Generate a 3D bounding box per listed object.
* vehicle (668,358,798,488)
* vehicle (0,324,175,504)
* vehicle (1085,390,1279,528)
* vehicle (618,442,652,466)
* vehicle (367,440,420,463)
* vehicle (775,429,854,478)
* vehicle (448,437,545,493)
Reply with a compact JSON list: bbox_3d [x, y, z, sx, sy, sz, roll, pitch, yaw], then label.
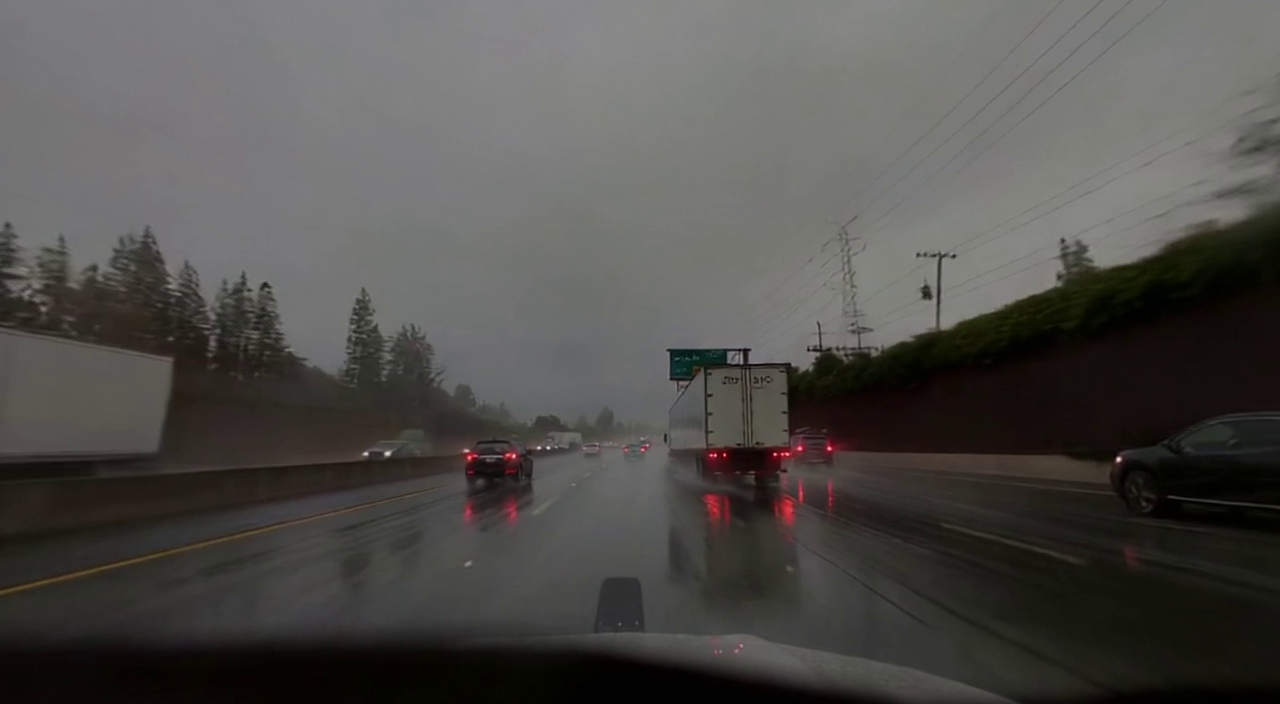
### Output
[{"bbox_3d":[3.309,3.386,28.070,2.907,4.109,16.177,0,-8,-2],"label":"vehicle"},{"bbox_3d":[-14.834,1.212,12.491,3.017,3.713,10.643,0,-8,0],"label":"vehicle"},{"bbox_3d":[11.187,1.826,10.907,2.420,2.141,5.994,0,-8,-2],"label":"vehicle"},{"bbox_3d":[-0.284,6.484,40.203,2.047,1.485,3.938,0,-8,0],"label":"vehicle"},{"bbox_3d":[-19.126,7.748,49.060,2.146,1.673,5.184,0,-8,-1],"label":"vehicle"},{"bbox_3d":[7.458,4.385,27.435,2.079,1.938,4.630,0,-8,0],"label":"vehicle"},{"bbox_3d":[-4.188,3.345,18.997,1.968,1.507,3.829,0,-8,1],"label":"vehicle"}]
